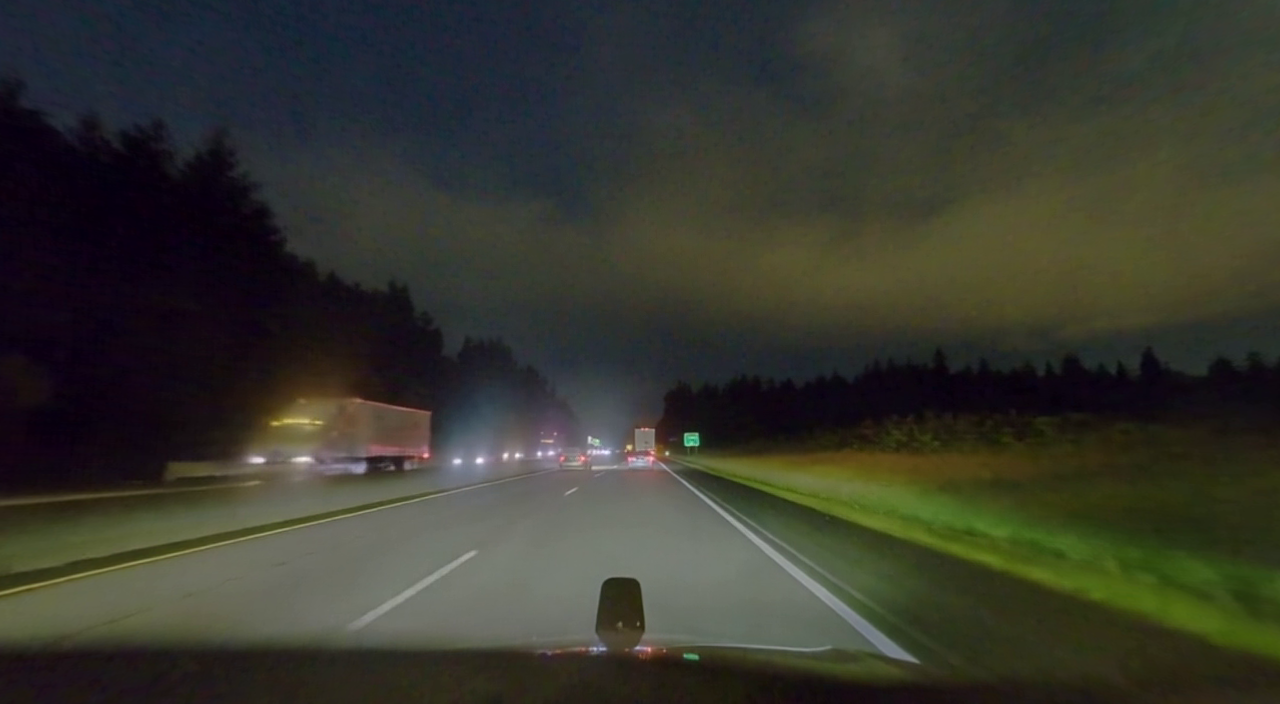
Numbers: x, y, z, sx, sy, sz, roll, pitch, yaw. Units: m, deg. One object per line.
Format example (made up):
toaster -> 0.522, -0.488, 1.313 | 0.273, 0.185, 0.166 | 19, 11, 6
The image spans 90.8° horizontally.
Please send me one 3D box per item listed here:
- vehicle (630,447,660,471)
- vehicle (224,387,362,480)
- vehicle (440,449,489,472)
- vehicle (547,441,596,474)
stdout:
vehicle -> 0.314, 6.820, 40.228 | 1.853, 1.436, 3.438 | 0, -9, 0
vehicle -> -15.848, 3.844, 29.417 | 2.912, 3.866, 5.822 | 0, -9, 0
vehicle -> -11.611, 7.178, 41.929 | 1.918, 1.396, 4.332 | 0, -9, 1
vehicle -> -3.696, 5.851, 35.134 | 2.097, 1.722, 4.808 | 0, -9, 1
